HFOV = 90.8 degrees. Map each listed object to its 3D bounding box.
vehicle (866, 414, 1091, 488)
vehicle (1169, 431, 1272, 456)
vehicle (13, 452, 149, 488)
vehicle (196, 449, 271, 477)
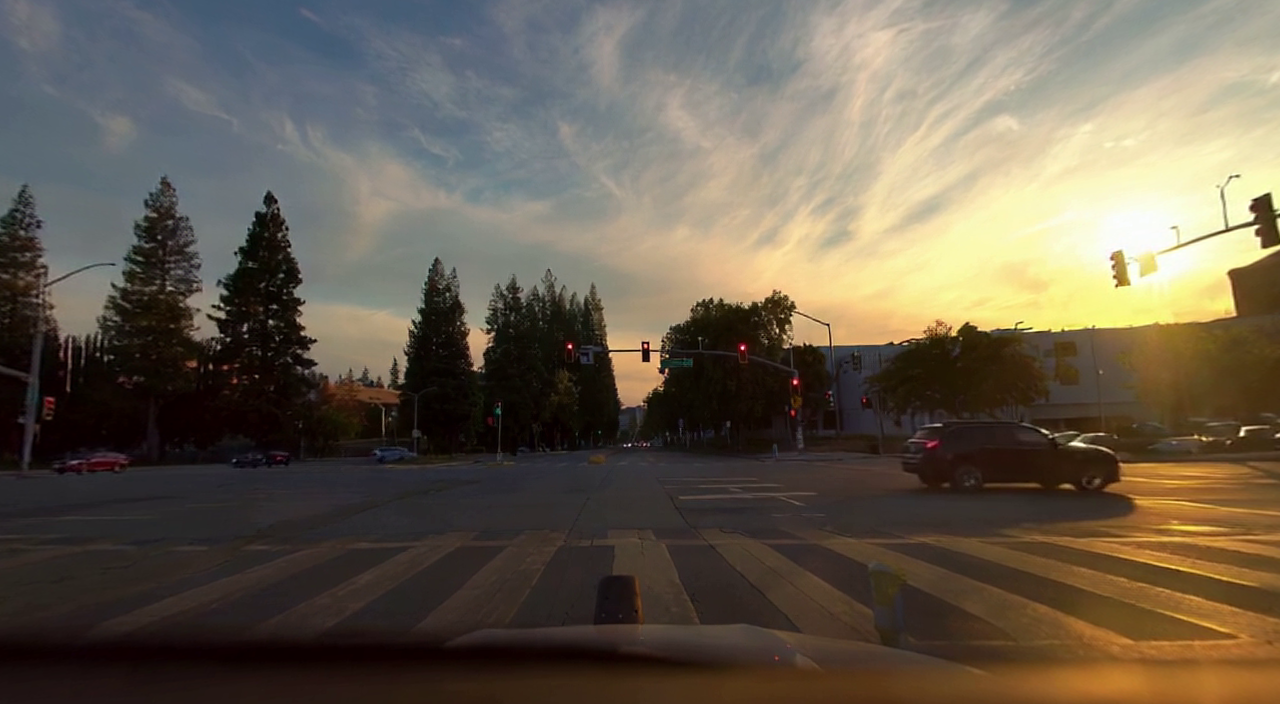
[{"bbox_3d":[9.642,2.898,18.583,5.310,1.972,2.223,-2,-9,11],"label":"vehicle"},{"bbox_3d":[35.957,5.688,39.297,2.135,1.467,4.532,0,-9,1],"label":"vehicle"},{"bbox_3d":[-28.202,5.924,32.101,2.135,1.637,4.582,-3,-9,19],"label":"vehicle"},{"bbox_3d":[-26.372,7.168,41.167,1.889,1.662,4.319,0,-9,1],"label":"vehicle"}]
